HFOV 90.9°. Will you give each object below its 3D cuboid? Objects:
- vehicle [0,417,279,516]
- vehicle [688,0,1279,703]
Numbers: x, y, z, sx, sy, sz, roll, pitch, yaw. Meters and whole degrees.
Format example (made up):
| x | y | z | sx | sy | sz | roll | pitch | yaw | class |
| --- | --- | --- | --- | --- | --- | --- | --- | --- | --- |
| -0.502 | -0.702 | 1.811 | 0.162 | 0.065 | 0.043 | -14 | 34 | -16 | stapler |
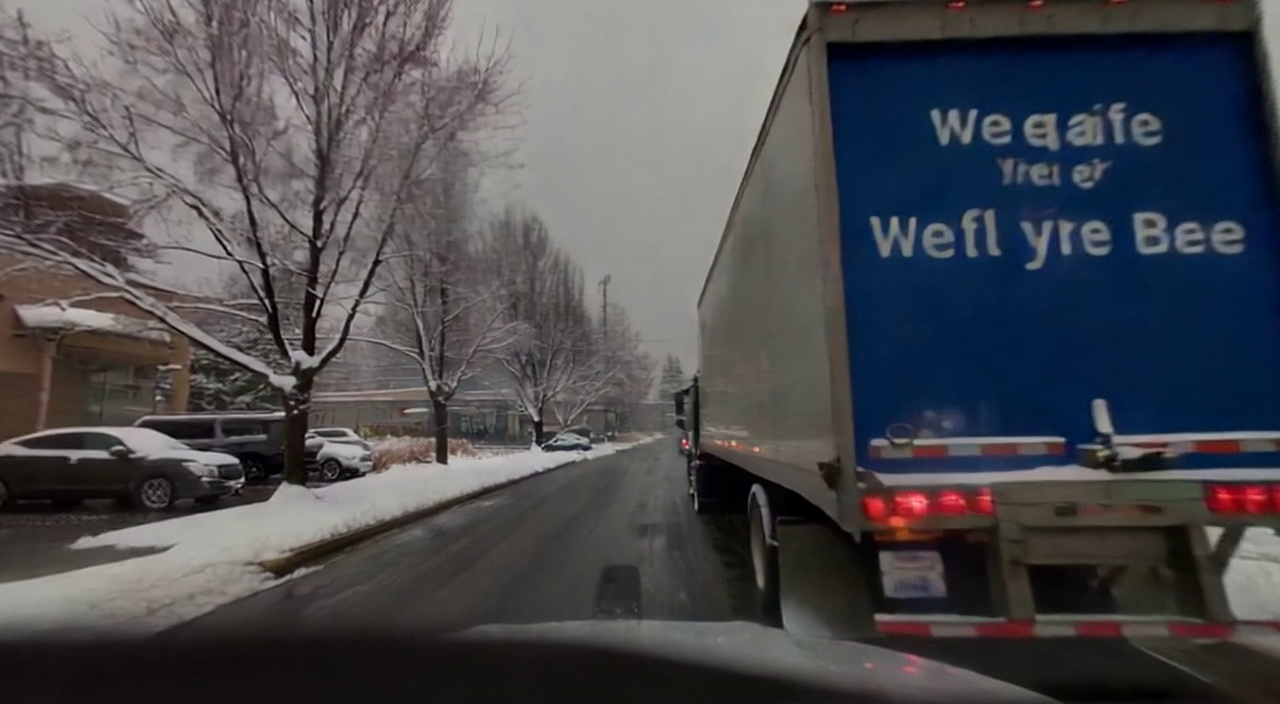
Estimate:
| x | y | z | sx | sy | sz | roll | pitch | yaw | class |
| --- | --- | --- | --- | --- | --- | --- | --- | --- | --- |
| -8.573 | 1.838 | 10.405 | 4.015 | 1.461 | 1.903 | 0 | -8 | -3 | vehicle |
| 2.618 | 0.660 | 9.950 | 2.865 | 4.113 | 14.471 | 0 | -8 | 1 | vehicle |
